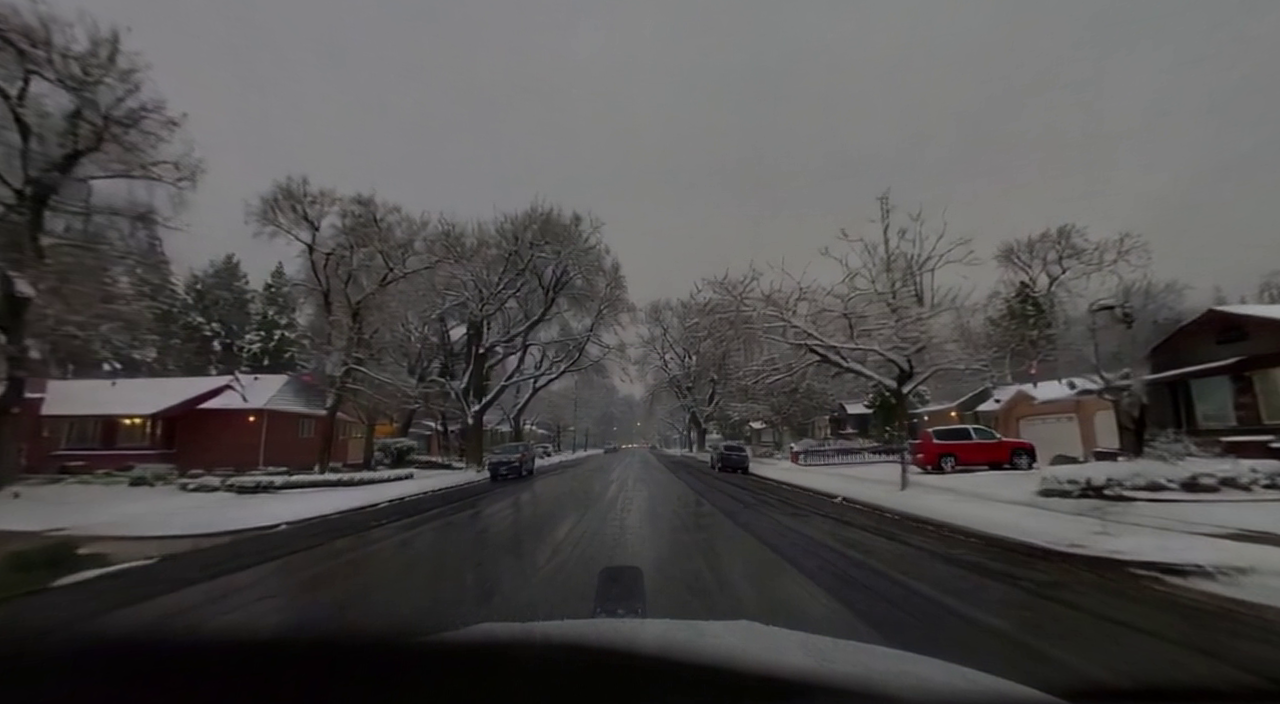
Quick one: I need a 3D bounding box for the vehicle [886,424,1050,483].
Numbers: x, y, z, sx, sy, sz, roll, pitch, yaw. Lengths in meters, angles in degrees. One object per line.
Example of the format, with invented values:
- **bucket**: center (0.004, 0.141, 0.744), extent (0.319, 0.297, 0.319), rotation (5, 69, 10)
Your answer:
- **vehicle**: center (11.260, 3.498, 21.853), extent (4.626, 1.880, 1.980), rotation (1, -9, -8)
